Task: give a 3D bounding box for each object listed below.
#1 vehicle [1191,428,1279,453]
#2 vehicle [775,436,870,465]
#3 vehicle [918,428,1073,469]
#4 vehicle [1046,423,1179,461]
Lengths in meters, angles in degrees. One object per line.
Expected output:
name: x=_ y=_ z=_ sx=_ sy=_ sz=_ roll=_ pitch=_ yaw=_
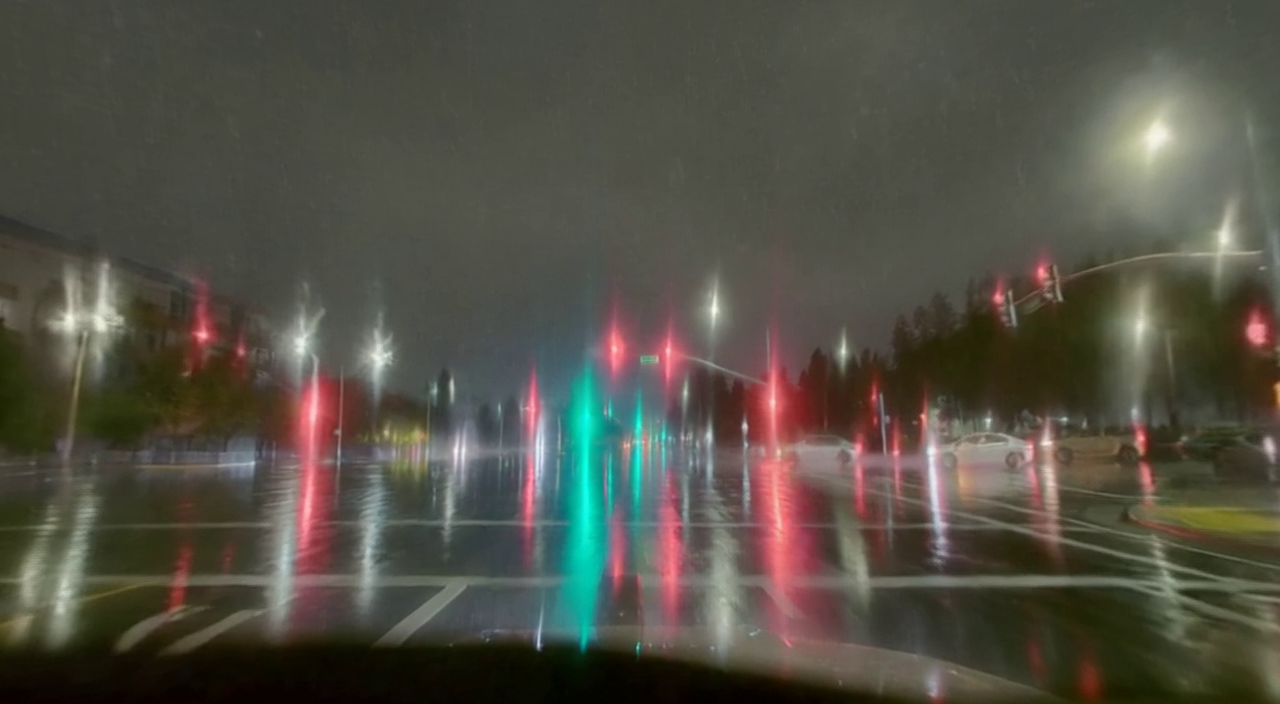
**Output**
vehicle: x=42.250 y=6.254 z=44.521 sx=2.037 sy=1.614 sz=5.175 roll=0 pitch=-9 yaw=0
vehicle: x=8.574 y=4.673 z=29.977 sx=4.046 sy=1.306 sz=1.719 roll=-1 pitch=-9 yaw=5
vehicle: x=13.706 y=3.743 z=24.559 sx=4.916 sy=1.504 sz=1.846 roll=0 pitch=-9 yaw=-1
vehicle: x=22.355 y=4.281 z=30.040 sx=4.571 sy=1.698 sz=1.977 roll=-1 pitch=-9 yaw=3
